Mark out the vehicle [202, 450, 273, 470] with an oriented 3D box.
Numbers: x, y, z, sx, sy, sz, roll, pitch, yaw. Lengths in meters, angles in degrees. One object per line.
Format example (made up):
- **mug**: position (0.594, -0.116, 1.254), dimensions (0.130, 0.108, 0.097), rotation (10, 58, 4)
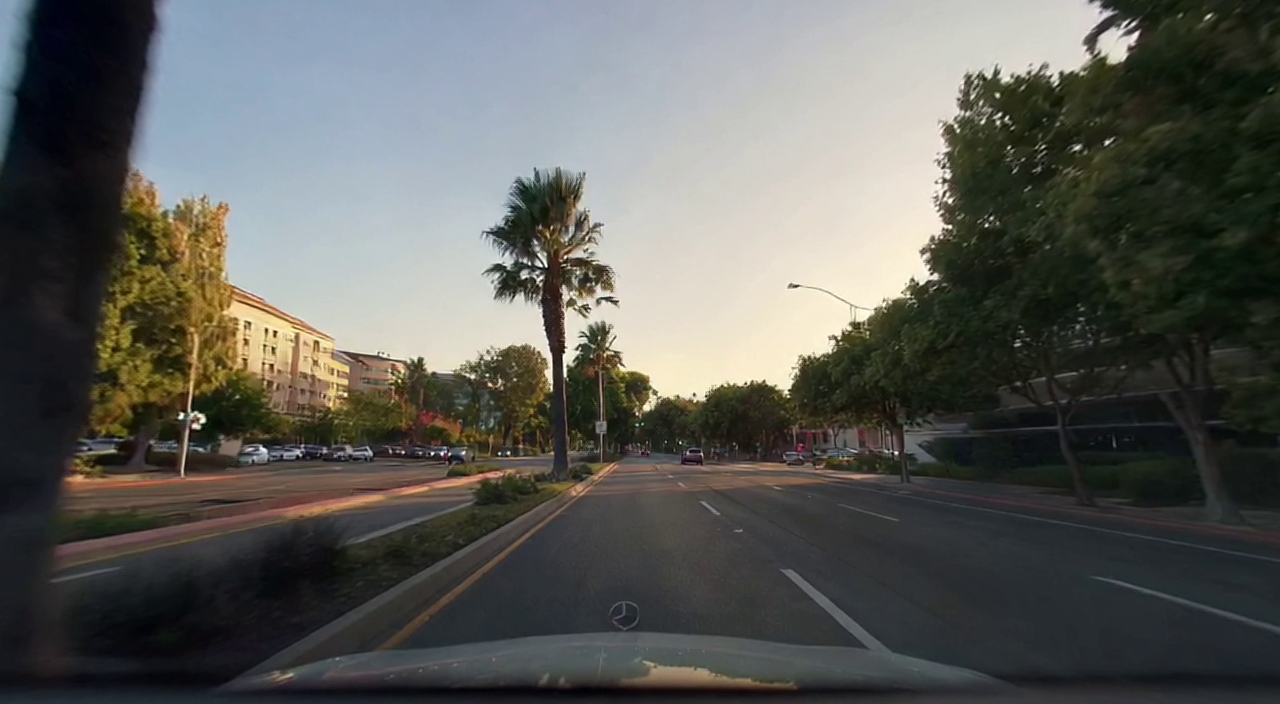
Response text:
- **vehicle**: position (-31.186, 8.352, 48.826), dimensions (4.223, 1.444, 1.814), rotation (1, -8, -3)
